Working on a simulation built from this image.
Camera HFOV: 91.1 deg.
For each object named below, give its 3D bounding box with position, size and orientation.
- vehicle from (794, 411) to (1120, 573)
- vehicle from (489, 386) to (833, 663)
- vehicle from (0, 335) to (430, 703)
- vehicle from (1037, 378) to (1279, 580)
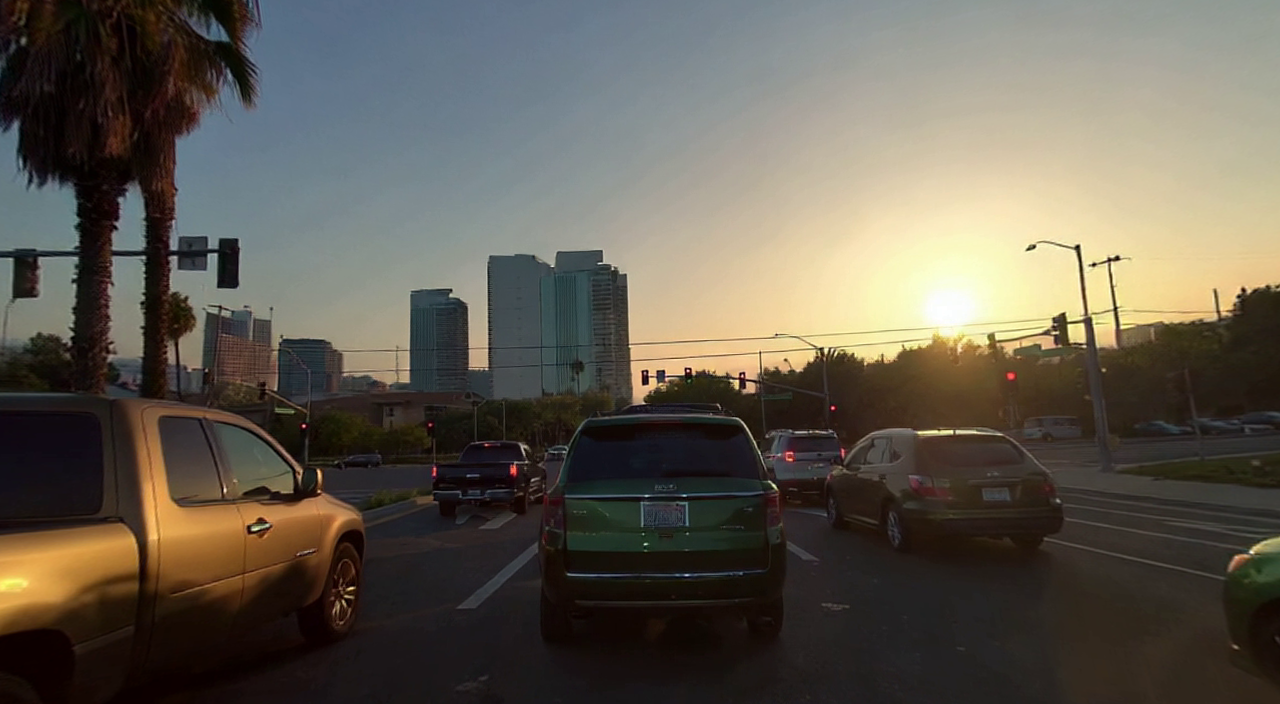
[{"bbox_3d":[4.001,1.866,9.294,2.072,1.704,5.170,0,-8,-1],"label":"vehicle"},{"bbox_3d":[0.160,1.374,6.037,2.123,1.704,4.128,0,-8,1],"label":"vehicle"},{"bbox_3d":[-3.161,1.085,3.902,2.171,1.702,4.416,0,-9,0],"label":"vehicle"},{"bbox_3d":[7.327,1.336,6.805,2.337,1.925,5.728,0,-8,1],"label":"vehicle"}]
